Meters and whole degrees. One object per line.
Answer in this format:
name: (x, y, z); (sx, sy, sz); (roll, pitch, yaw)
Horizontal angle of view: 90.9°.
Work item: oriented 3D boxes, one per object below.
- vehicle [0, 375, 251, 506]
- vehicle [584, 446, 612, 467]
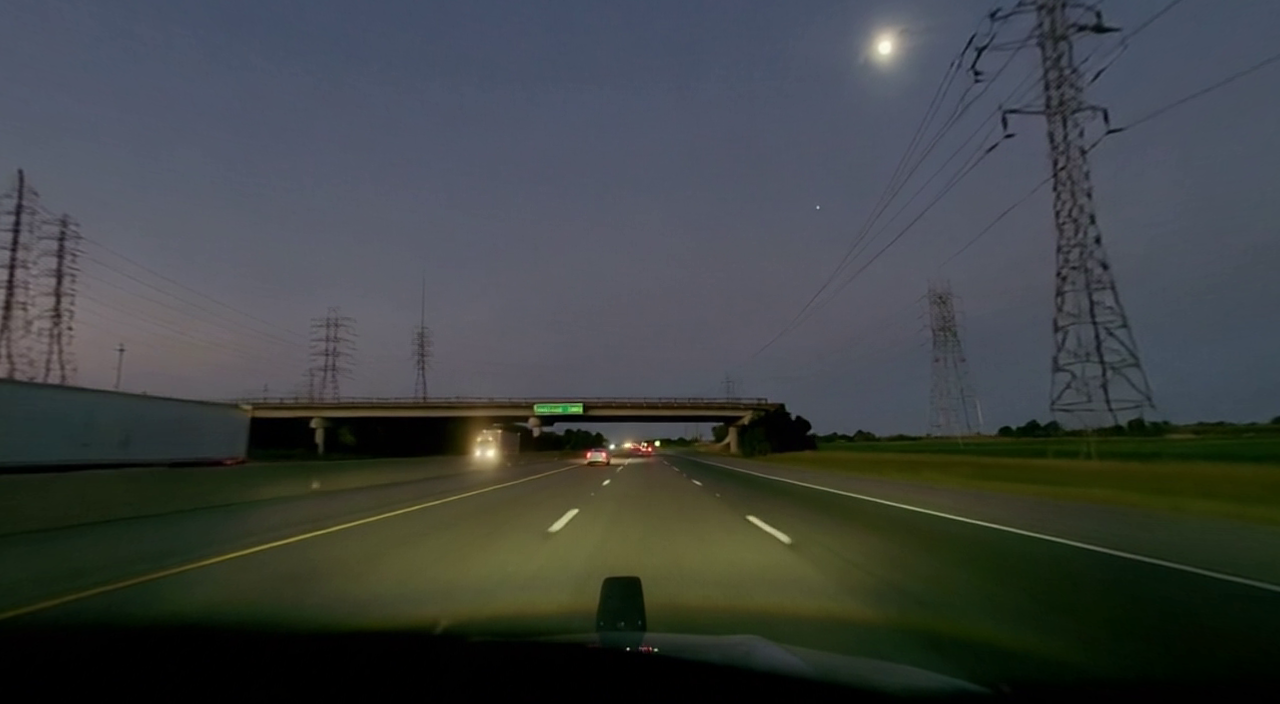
vehicle: (-20.009, 3.266, 22.733); (2.903, 3.782, 14.097); (0, -9, 1)
vehicle: (-3.233, 8.159, 49.173); (1.924, 1.550, 4.165); (0, -9, 1)
